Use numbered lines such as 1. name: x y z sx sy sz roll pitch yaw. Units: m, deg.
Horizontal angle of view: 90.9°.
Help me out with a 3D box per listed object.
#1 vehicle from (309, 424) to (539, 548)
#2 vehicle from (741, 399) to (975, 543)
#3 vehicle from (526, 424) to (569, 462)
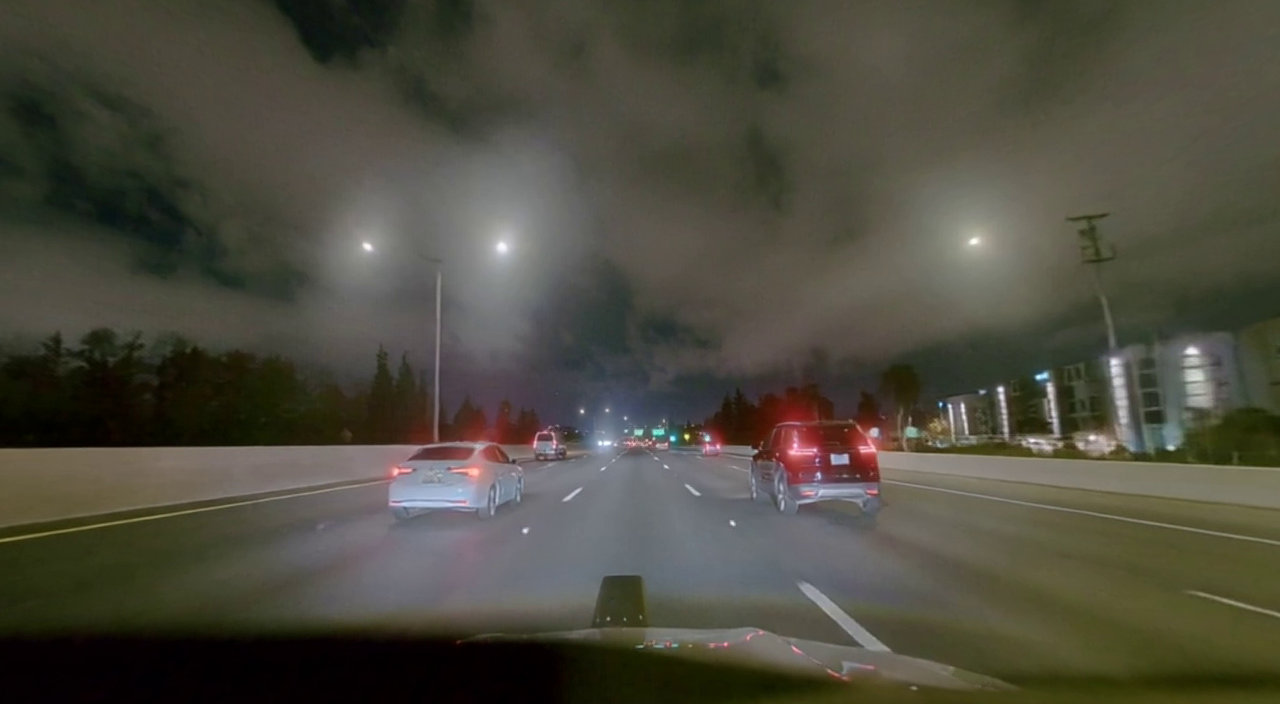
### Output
1. vehicle: -3.129 2.051 10.410 2.080 1.542 4.718 0 -8 1
2. vehicle: 3.232 1.901 10.685 2.148 1.852 4.835 0 -8 -1
3. vehicle: -7.176 7.171 49.698 2.362 2.778 6.630 0 -8 0
